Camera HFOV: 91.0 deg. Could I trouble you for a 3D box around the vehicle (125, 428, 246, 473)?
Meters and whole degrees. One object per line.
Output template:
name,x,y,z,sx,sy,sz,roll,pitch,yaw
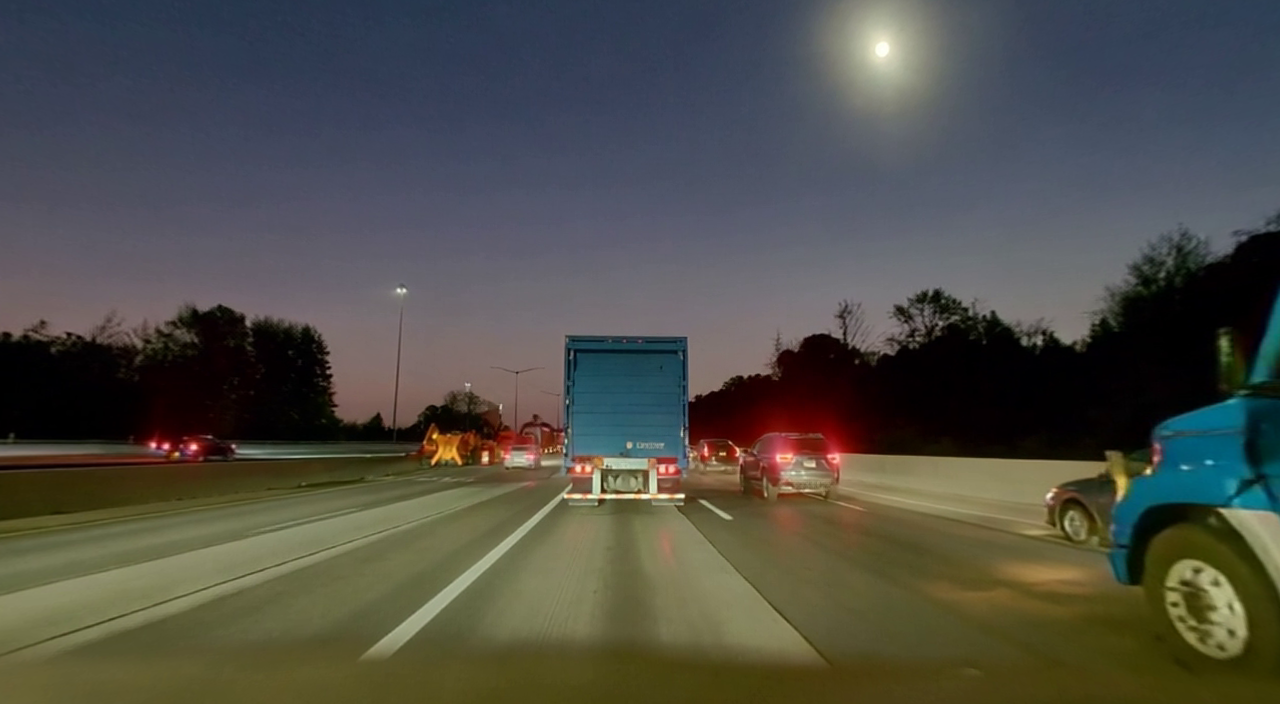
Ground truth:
vehicle,-21.677,4.667,30.067,4.632,1.852,2.033,0,-8,16

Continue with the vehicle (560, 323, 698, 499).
vehicle,-0.429,2.054,19.241,3.067,3.940,10.154,1,-9,-2

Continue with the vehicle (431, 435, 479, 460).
vehicle,-14.421,7.447,49.299,2.054,1.708,4.663,2,-8,4

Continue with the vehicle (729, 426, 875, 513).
vehicle,3.528,2.651,14.635,2.103,1.713,4.173,1,-9,-3

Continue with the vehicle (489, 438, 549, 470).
vehicle,-5.954,5.078,31.546,2.014,1.477,4.595,0,-9,0
